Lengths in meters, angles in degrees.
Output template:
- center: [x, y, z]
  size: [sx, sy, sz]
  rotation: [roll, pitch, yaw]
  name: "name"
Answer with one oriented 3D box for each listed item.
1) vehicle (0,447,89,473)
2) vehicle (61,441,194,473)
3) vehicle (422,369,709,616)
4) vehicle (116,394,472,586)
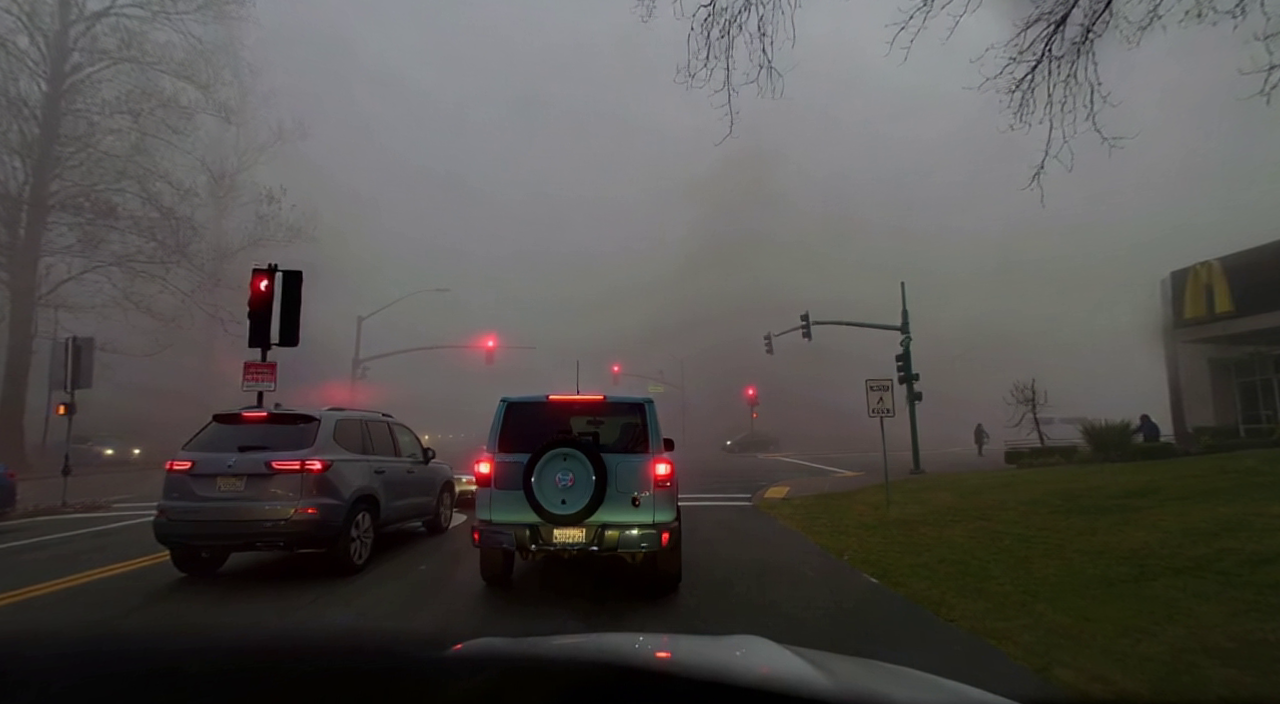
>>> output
- center: [-36.025, 6.386, 37.561]
  size: [4.441, 1.447, 1.925]
  rotation: [4, -9, -26]
  name: "vehicle"
- center: [-25.247, 5.179, 31.365]
  size: [4.713, 1.445, 1.887]
  rotation: [4, -9, -24]
  name: "vehicle"
- center: [-0.628, 1.438, 7.341]
  size: [2.224, 1.923, 4.643]
  rotation: [0, -8, -1]
  name: "vehicle"
- center: [-3.911, 1.652, 8.345]
  size: [2.130, 1.819, 4.497]
  rotation: [0, -8, 0]
  name: "vehicle"
